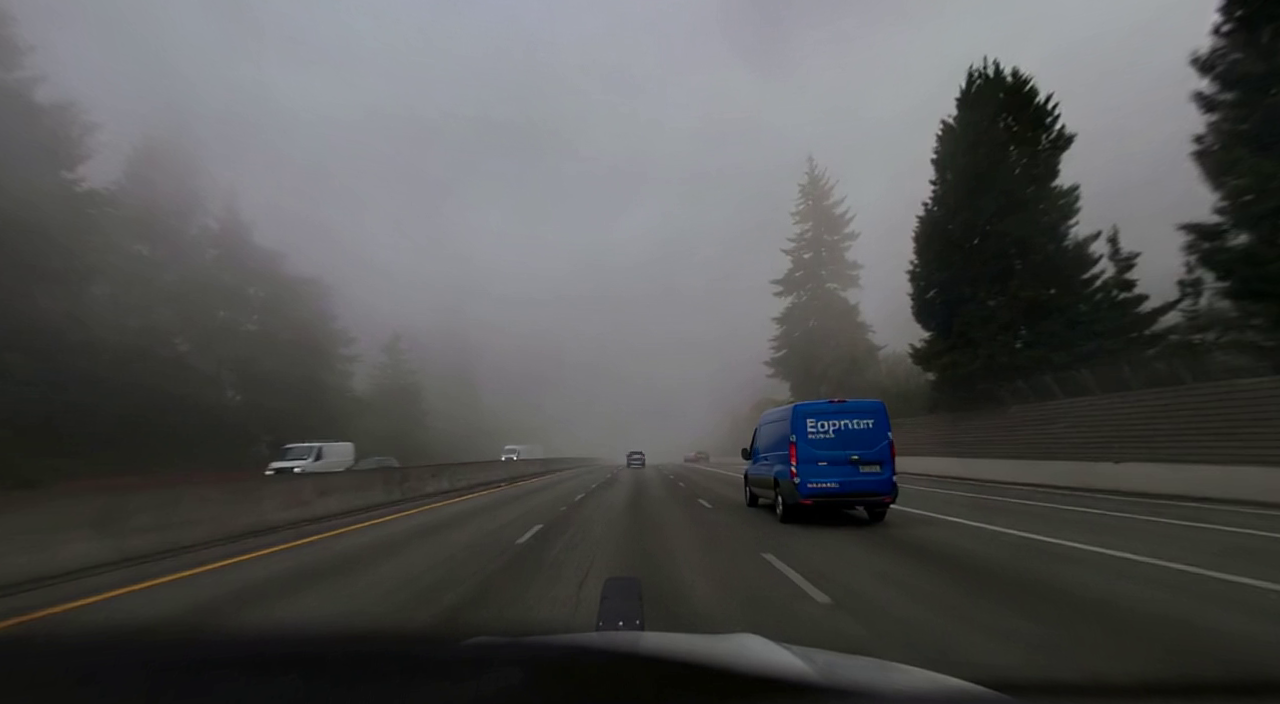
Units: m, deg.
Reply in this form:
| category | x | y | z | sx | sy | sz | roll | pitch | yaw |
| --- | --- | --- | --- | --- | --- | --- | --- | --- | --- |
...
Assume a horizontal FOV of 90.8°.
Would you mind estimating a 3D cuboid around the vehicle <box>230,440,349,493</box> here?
| category | x | y | z | sx | sy | sz | roll | pitch | yaw |
| --- | --- | --- | --- | --- | --- | --- | --- | --- | --- |
| vehicle | -16.558 | 5.423 | 30.326 | 2.368 | 2.279 | 5.834 | 0 | -9 | -1 |

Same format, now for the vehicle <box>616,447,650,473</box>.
| category | x | y | z | sx | sy | sz | roll | pitch | yaw |
| --- | --- | --- | --- | --- | --- | --- | --- | --- | --- |
| vehicle | -0.434 | 7.305 | 42.823 | 2.168 | 1.653 | 4.307 | 0 | -9 | 0 |

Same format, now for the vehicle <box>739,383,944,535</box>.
| category | x | y | z | sx | sy | sz | roll | pitch | yaw |
| --- | --- | --- | --- | --- | --- | --- | --- | --- | --- |
| vehicle | 3.868 | 2.258 | 13.677 | 2.373 | 2.561 | 5.922 | 0 | -9 | -1 |
